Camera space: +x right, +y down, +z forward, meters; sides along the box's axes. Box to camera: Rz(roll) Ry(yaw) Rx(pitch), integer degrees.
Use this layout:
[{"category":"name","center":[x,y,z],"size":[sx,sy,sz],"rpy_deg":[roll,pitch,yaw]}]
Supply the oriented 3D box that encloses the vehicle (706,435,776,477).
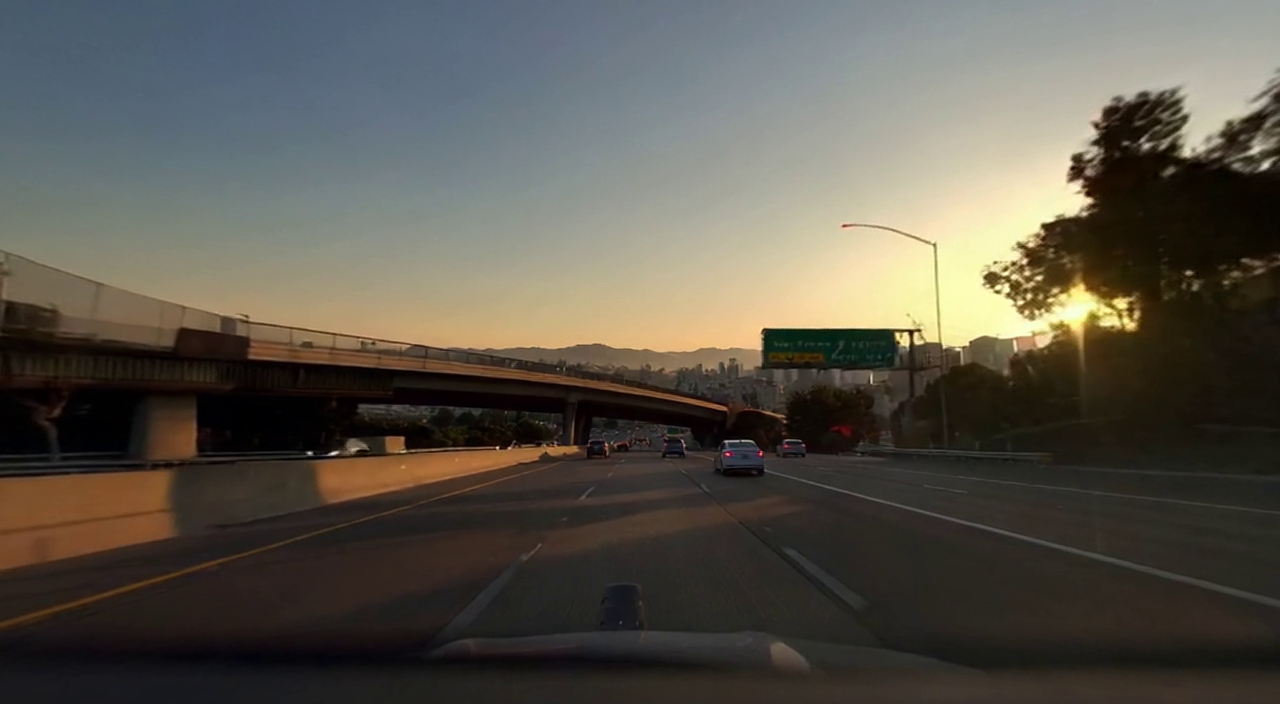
[{"category":"vehicle","center":[3.797,4.009,24.552],"size":[1.961,1.504,4.094],"rpy_deg":[0,-8,-1]}]

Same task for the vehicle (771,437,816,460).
[{"category":"vehicle","center":[10.980,6.925,45.488],"size":[2.019,1.529,4.385],"rpy_deg":[0,-8,-1]}]

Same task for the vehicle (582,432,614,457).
[{"category":"vehicle","center":[-3.106,6.922,47.081],"size":[2.072,1.730,4.381],"rpy_deg":[0,-8,0]}]

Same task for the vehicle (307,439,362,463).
[{"category":"vehicle","center":[-21.892,7.095,45.400],"size":[1.865,1.631,4.173],"rpy_deg":[0,-8,-1]}]
